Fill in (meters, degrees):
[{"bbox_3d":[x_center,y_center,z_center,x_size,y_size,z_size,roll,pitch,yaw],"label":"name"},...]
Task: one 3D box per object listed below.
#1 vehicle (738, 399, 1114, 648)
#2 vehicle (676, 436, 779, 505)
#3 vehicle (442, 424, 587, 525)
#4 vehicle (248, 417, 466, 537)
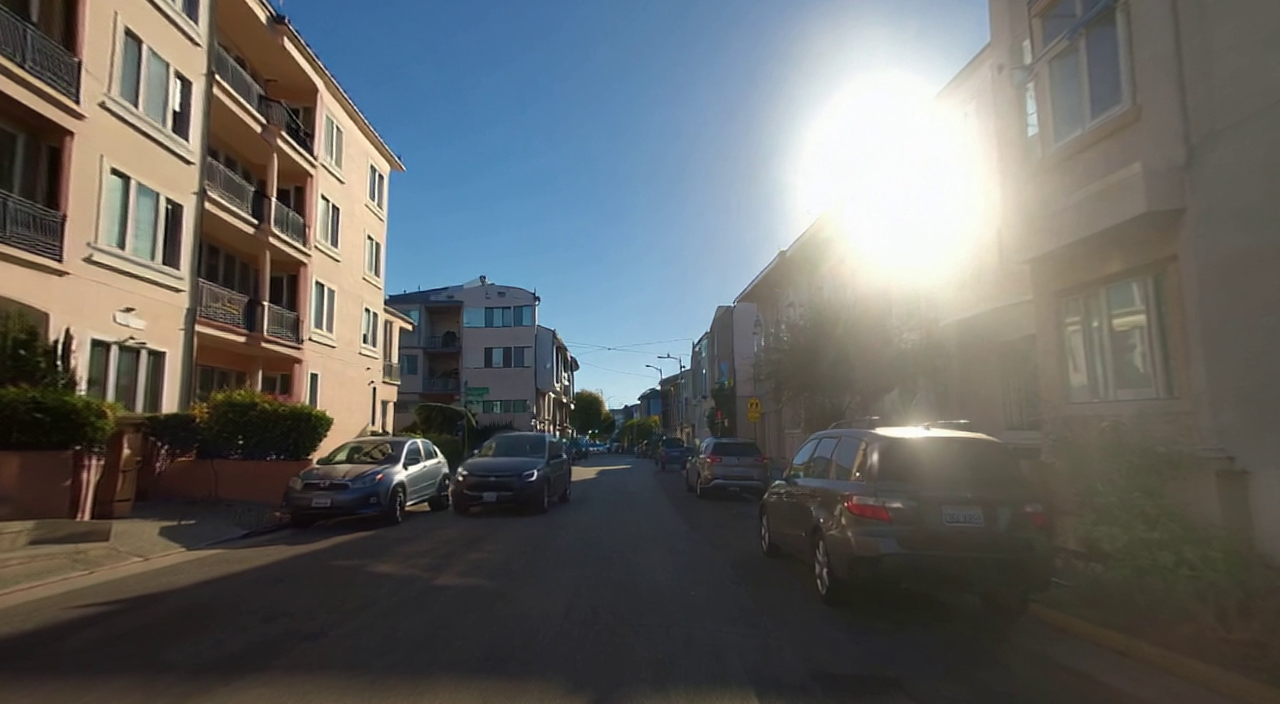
[{"bbox_3d":[2.261,1.433,6.321,1.839,1.678,3.918,0,-8,-1],"label":"vehicle"},{"bbox_3d":[1.983,2.817,15.585,1.786,1.447,4.314,0,-8,-2],"label":"vehicle"},{"bbox_3d":[-2.084,2.122,11.449,1.845,1.544,3.388,0,-8,1],"label":"vehicle"},{"bbox_3d":[-4.556,2.098,11.039,1.883,1.499,4.426,6,-9,-3],"label":"vehicle"}]
